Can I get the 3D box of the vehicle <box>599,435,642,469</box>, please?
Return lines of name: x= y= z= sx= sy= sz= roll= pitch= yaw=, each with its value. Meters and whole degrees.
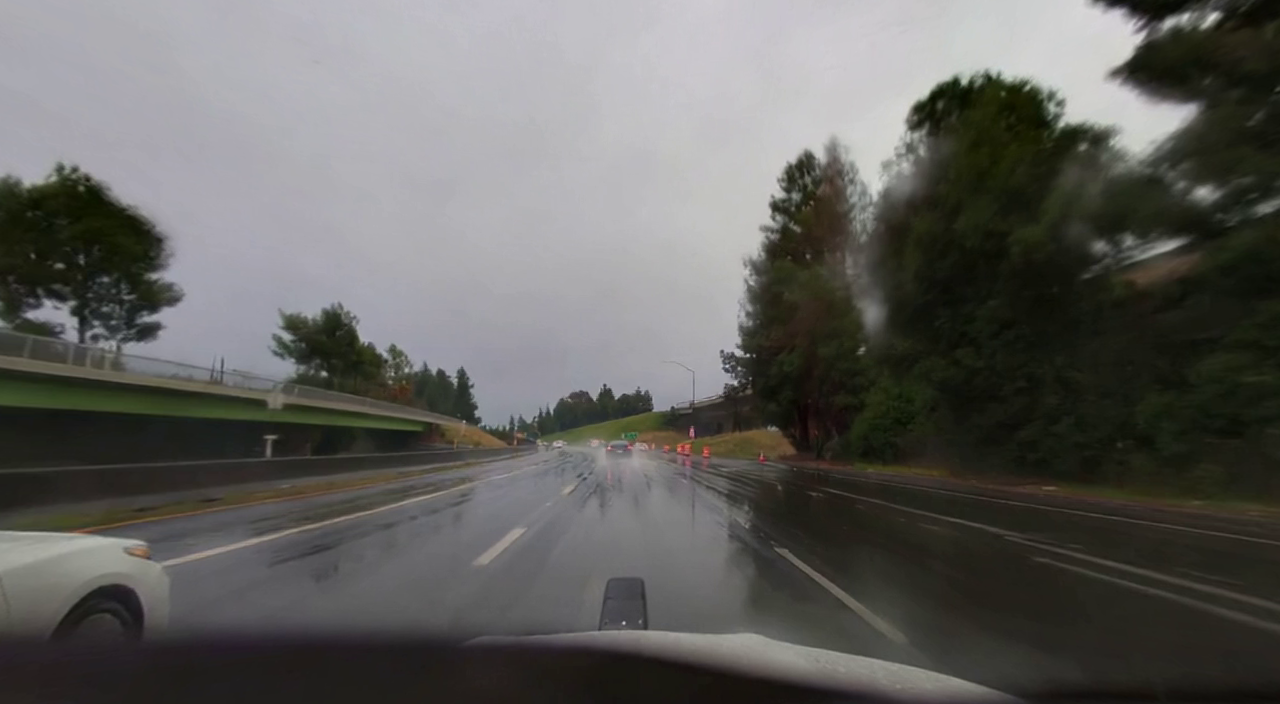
vehicle: x=-1.175 y=5.736 z=36.217 sx=2.328 sy=1.805 sz=4.502 roll=0 pitch=-8 yaw=-3
